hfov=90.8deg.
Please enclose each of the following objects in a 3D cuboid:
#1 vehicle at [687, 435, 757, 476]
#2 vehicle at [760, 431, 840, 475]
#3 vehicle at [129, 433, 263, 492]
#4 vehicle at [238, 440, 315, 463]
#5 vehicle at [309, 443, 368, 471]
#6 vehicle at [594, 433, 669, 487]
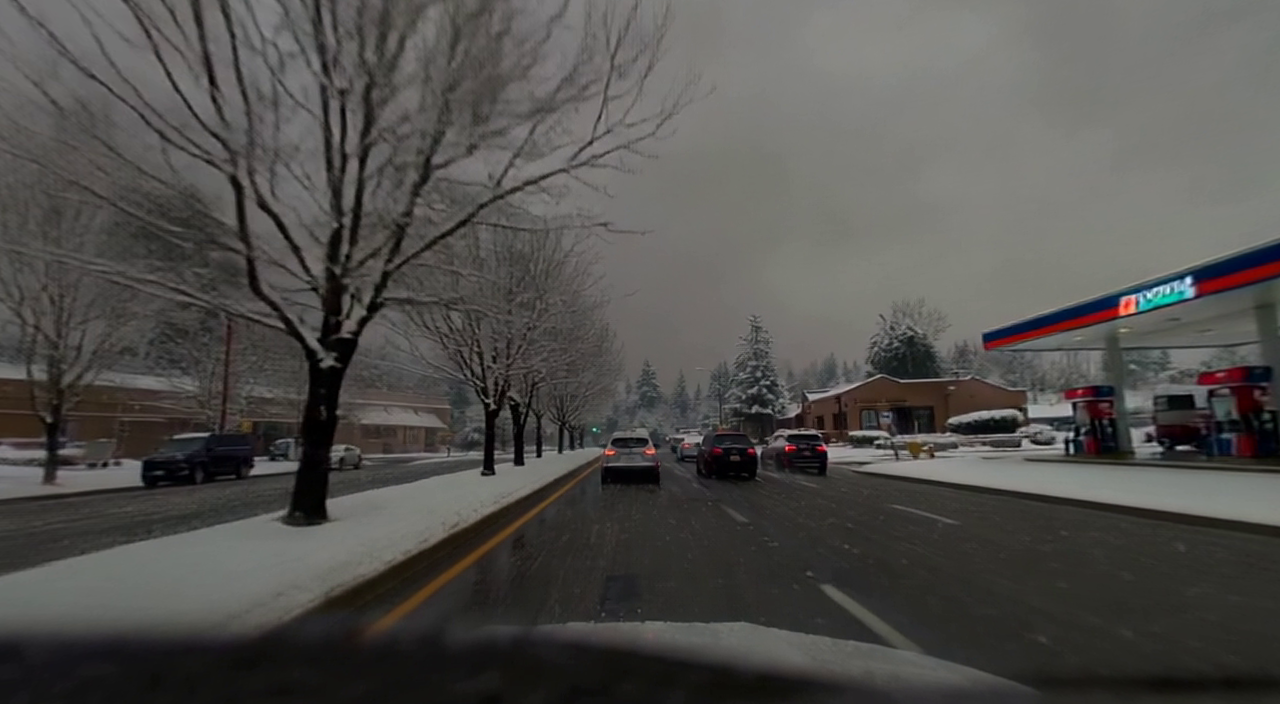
[{"bbox_3d":[3.200,4.166,25.607,2.124,1.476,4.730,0,-9,-1],"label":"vehicle"},{"bbox_3d":[6.893,4.411,27.820,2.117,1.757,4.969,0,-8,-1],"label":"vehicle"},{"bbox_3d":[-19.113,4.687,27.607,2.222,2.141,5.390,-1,-6,-3],"label":"vehicle"},{"bbox_3d":[-28.403,7.776,49.476,4.699,1.775,2.007,0,-9,0],"label":"vehicle"},{"bbox_3d":[-19.508,6.801,41.093,1.903,1.706,3.994,0,-8,-1],"label":"vehicle"},{"bbox_3d":[-0.226,3.267,19.346,2.052,1.488,3.779,0,-8,0],"label":"vehicle"}]
